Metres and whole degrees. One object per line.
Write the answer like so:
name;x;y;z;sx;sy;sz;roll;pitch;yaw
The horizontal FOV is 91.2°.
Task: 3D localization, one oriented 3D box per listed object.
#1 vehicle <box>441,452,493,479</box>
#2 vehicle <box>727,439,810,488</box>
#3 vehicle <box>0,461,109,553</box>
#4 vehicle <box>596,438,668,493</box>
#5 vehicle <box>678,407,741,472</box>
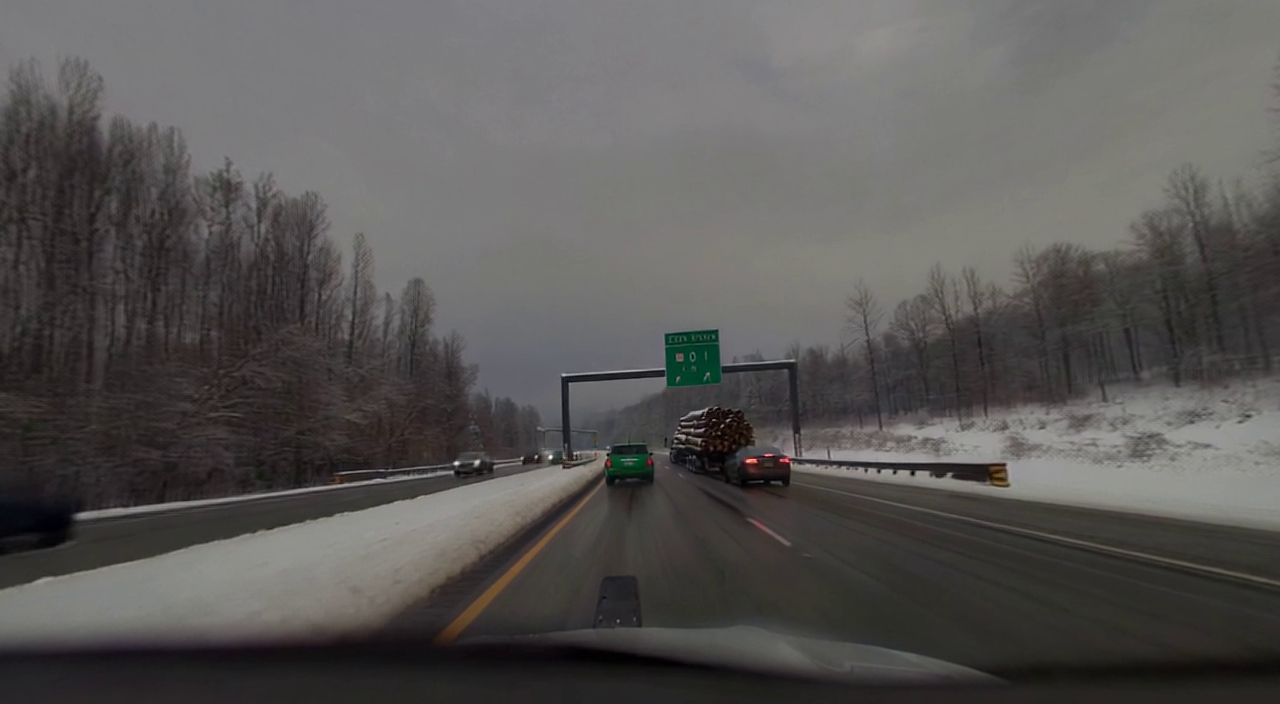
vehicle;-12.154;8.014;44.471;2.191;1.683;4.795;-1;-9;2
vehicle;4.785;4.229;24.074;2.057;1.660;4.525;0;-9;-2
vehicle;-12.658;2.866;11.444;1.987;1.612;4.522;0;-9;-1
vehicle;-0.293;3.860;21.697;2.263;1.699;3.936;0;-9;-1
vehicle;4.538;5.991;42.637;3.125;3.895;8.461;0;-9;-1
